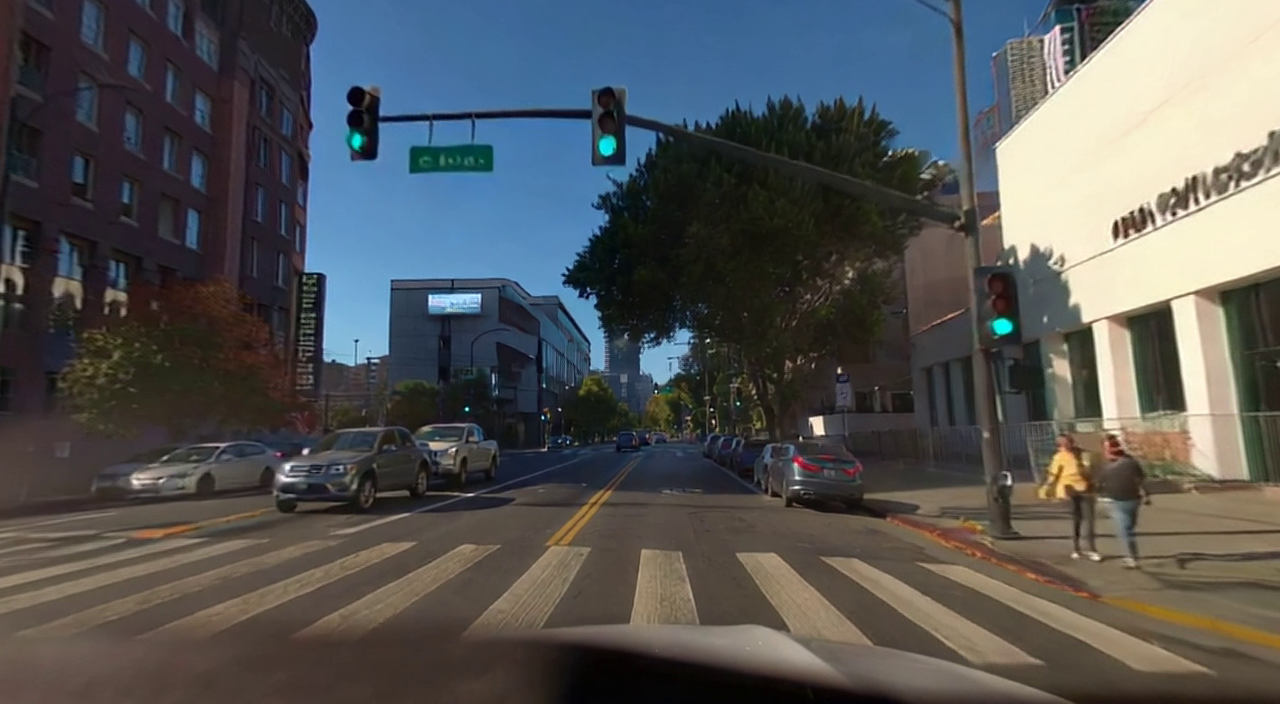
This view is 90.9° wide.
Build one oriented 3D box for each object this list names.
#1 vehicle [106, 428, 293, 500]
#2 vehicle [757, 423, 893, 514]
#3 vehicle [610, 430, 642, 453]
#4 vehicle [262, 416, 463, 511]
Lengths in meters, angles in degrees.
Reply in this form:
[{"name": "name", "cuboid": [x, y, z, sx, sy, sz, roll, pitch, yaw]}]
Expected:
[{"name": "vehicle", "cuboid": [-11.347, 2.868, 16.662, 1.933, 1.628, 3.973, 0, -8, 2]}, {"name": "vehicle", "cuboid": [4.011, 2.568, 14.443, 1.924, 1.765, 3.954, 0, -8, 0]}, {"name": "vehicle", "cuboid": [-0.916, 6.194, 43.582, 1.973, 1.496, 3.713, 0, -8, 2]}, {"name": "vehicle", "cuboid": [-5.238, 2.143, 12.703, 1.942, 1.559, 4.298, 0, -8, 2]}]
